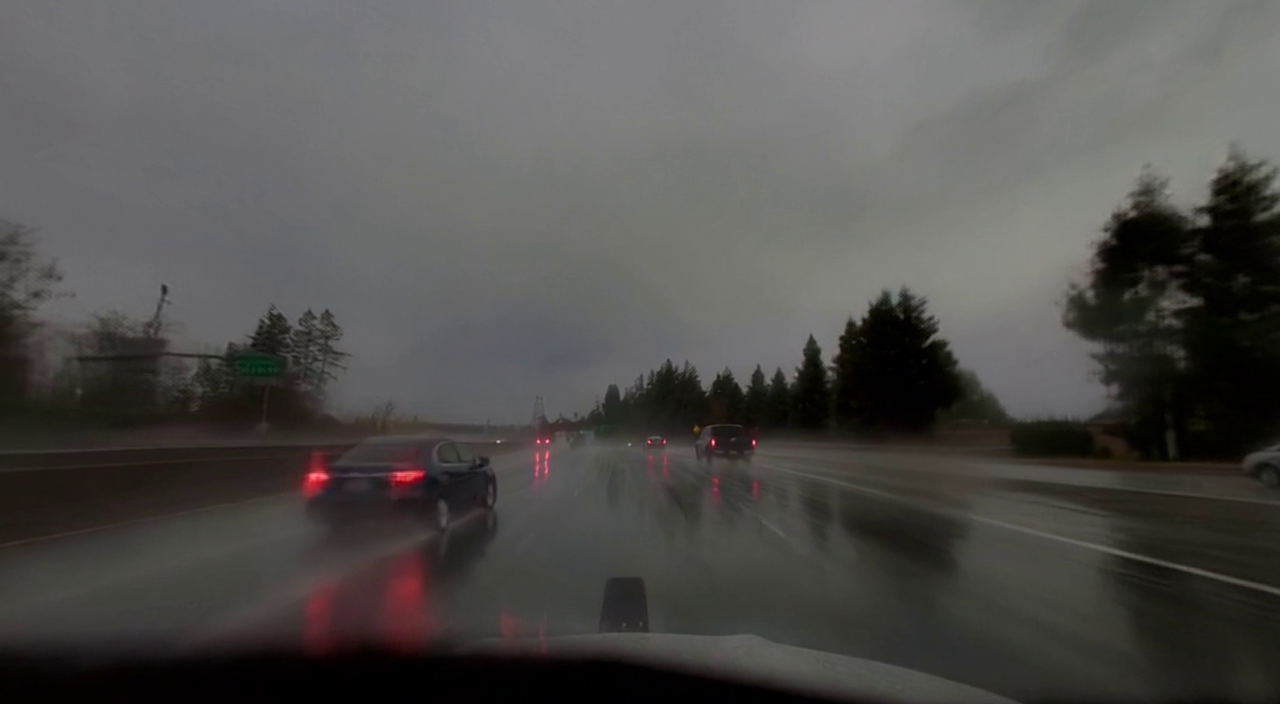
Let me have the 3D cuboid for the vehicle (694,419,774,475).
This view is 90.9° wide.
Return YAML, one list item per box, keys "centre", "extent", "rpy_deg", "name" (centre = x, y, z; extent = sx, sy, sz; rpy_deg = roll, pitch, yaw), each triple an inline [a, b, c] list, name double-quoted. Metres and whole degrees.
- centre: [3.229, 3.396, 22.652]
  extent: [2.043, 1.795, 4.347]
  rpy_deg: [0, -8, -2]
  name: "vehicle"

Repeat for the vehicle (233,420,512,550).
- centre: [-3.590, 1.881, 9.762]
  extent: [2.183, 1.486, 4.848]
  rpy_deg: [0, -8, 0]
  name: "vehicle"
